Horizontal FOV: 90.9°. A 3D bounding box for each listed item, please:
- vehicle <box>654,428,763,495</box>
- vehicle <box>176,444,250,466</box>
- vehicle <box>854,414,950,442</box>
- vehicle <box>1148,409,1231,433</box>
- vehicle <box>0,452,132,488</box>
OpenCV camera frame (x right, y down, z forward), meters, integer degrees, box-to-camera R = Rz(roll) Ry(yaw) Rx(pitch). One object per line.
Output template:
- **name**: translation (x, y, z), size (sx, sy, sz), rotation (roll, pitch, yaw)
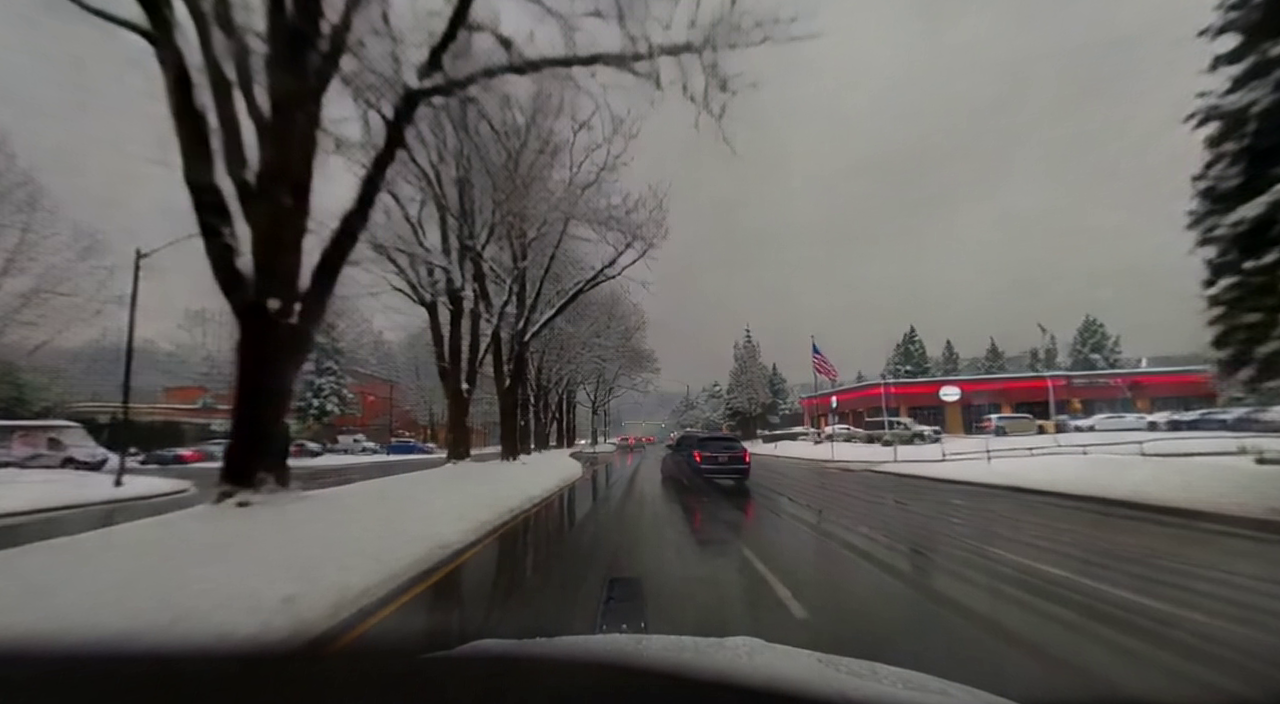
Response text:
- **vehicle**: translation (1.610, 2.816, 16.612), size (2.091, 1.472, 4.697), rotation (0, -8, -3)
- **vehicle**: translation (-33.572, 8.068, 49.638), size (4.214, 1.609, 2.092), rotation (0, -8, -2)
- **vehicle**: translation (19.563, 5.726, 47.200), size (6.173, 1.962, 2.208), rotation (0, -9, 0)
- **vehicle**: translation (34.135, 4.350, 39.324), size (1.882, 1.392, 4.562), rotation (-2, -8, 12)
- **vehicle**: translation (-23.497, 4.793, 25.672), size (4.077, 1.342, 1.813), rotation (-1, -8, 4)
